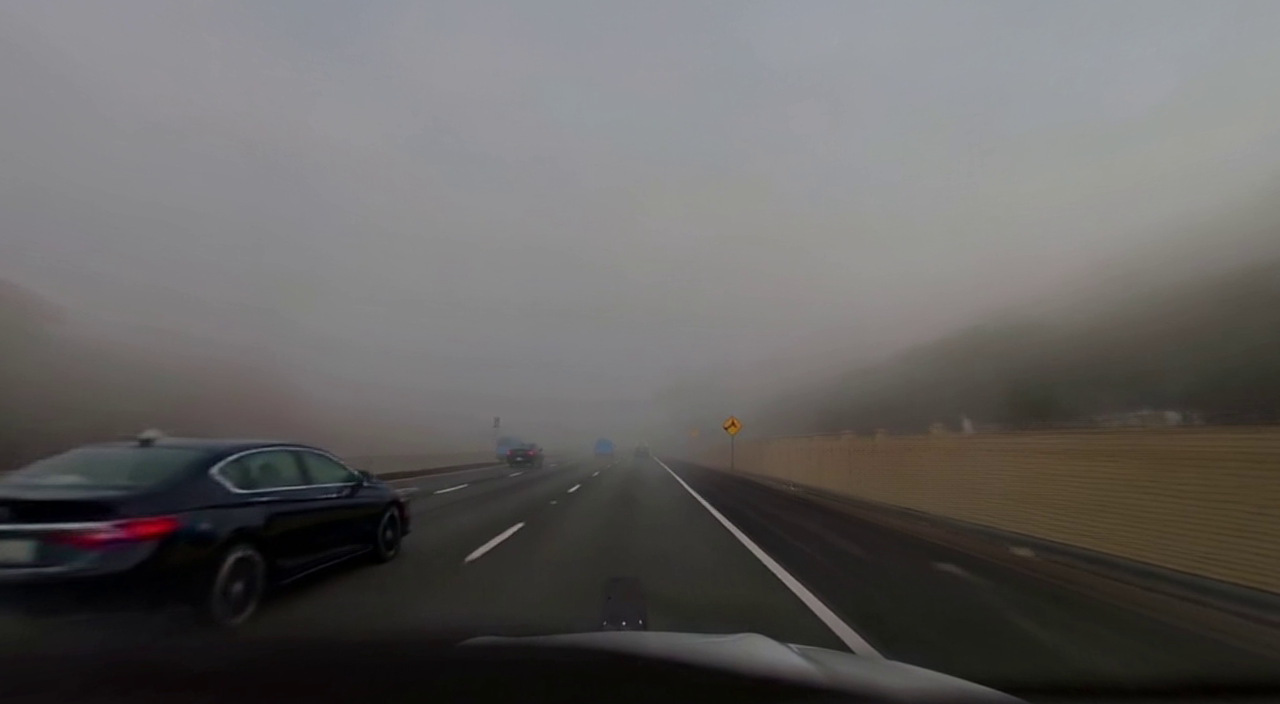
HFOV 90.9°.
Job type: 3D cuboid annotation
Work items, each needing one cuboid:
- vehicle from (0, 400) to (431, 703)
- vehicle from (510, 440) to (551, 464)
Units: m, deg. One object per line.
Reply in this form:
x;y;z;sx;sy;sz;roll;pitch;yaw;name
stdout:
-3.526;1.292;4.829;2.081;1.514;4.943;0;-8;1;vehicle
-7.506;6.876;43.523;2.014;1.598;4.015;0;-8;1;vehicle
